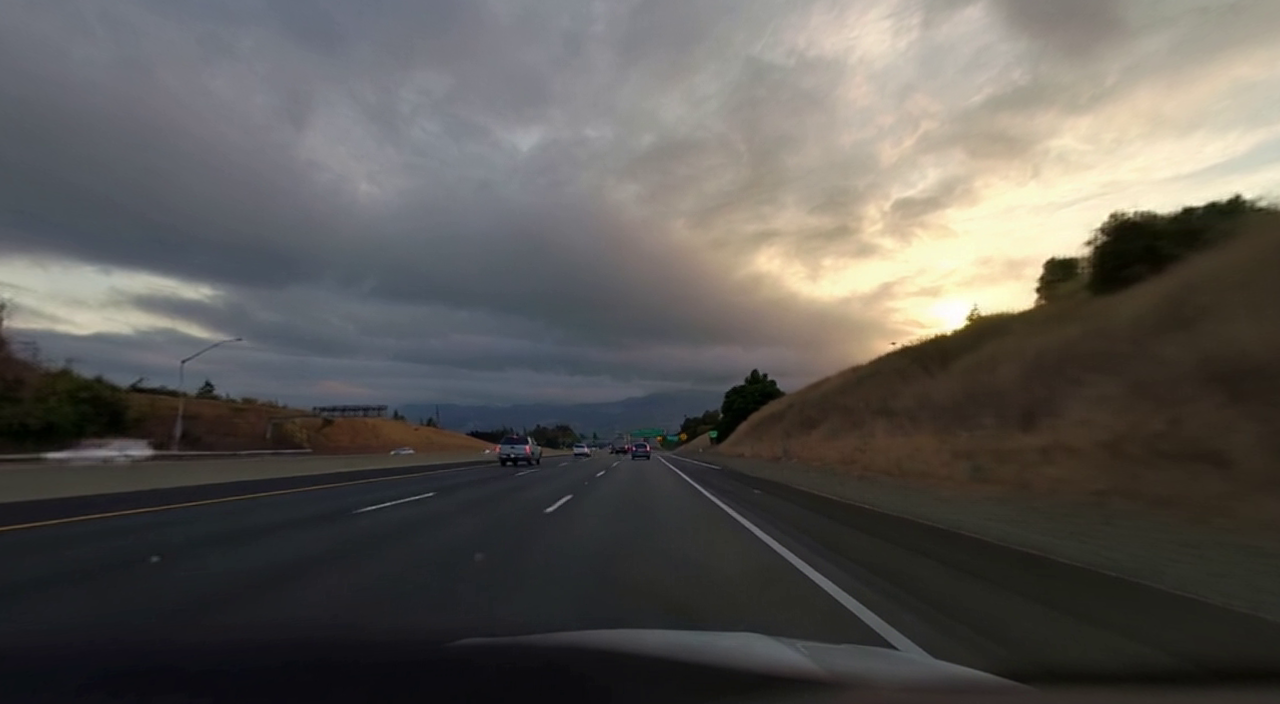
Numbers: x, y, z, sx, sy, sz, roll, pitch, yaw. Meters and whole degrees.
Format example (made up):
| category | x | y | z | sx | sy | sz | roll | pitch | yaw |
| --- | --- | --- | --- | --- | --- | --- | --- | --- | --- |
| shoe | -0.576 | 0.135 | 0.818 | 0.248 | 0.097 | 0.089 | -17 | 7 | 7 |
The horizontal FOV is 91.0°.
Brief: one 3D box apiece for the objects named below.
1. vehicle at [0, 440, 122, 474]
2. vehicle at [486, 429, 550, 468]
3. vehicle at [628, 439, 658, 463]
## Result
| category | x | y | z | sx | sy | sz | roll | pitch | yaw |
| --- | --- | --- | --- | --- | --- | --- | --- | --- | --- |
| vehicle | -29.224 | 5.275 | 31.951 | 1.951 | 1.549 | 4.563 | 0 | -8 | 1 |
| vehicle | -6.707 | 5.391 | 35.334 | 2.438 | 1.967 | 5.596 | 0 | -8 | 0 |
| vehicle | 0.217 | 7.464 | 47.648 | 2.141 | 1.706 | 4.065 | 0 | -8 | -1 |
